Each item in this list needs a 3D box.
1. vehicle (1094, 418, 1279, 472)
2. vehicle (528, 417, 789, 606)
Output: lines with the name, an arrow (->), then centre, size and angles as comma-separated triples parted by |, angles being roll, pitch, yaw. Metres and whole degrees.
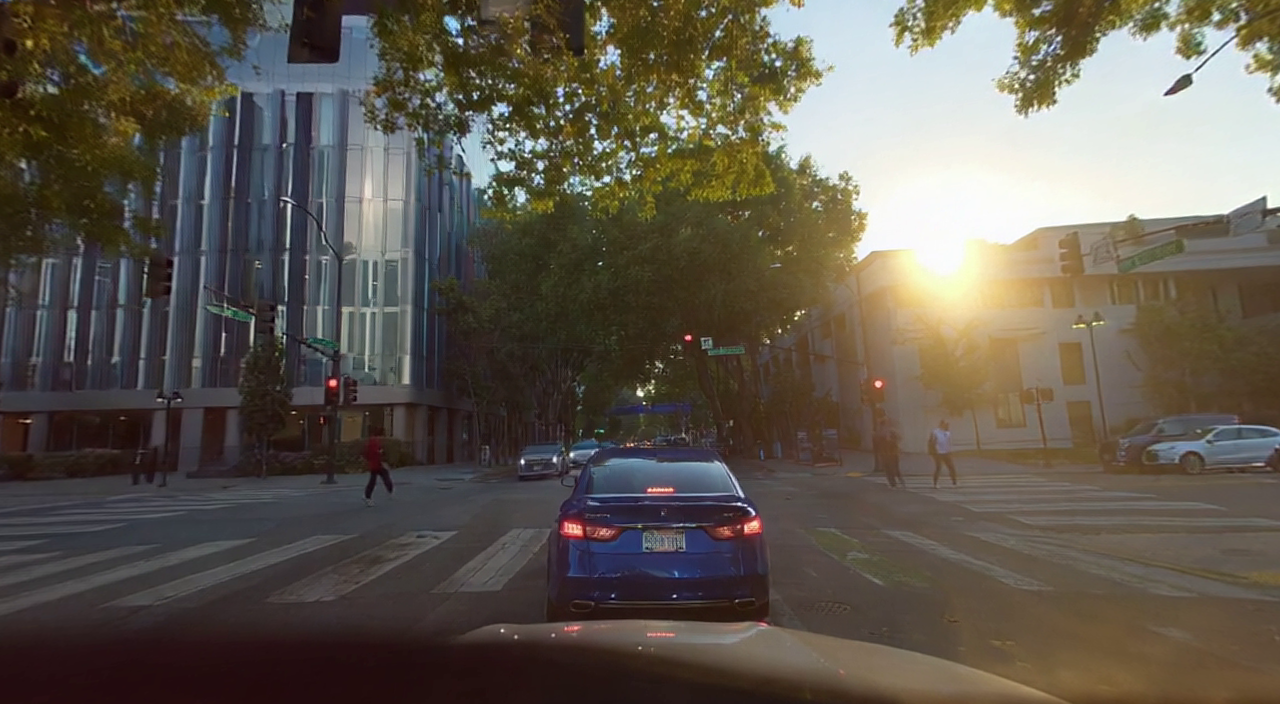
vehicle -> 19.129, 3.265, 22.222 | 4.675, 1.772, 1.945 | 0, -8, -1
vehicle -> -0.143, 1.644, 7.479 | 1.893, 1.532, 4.145 | 2, -9, -16
